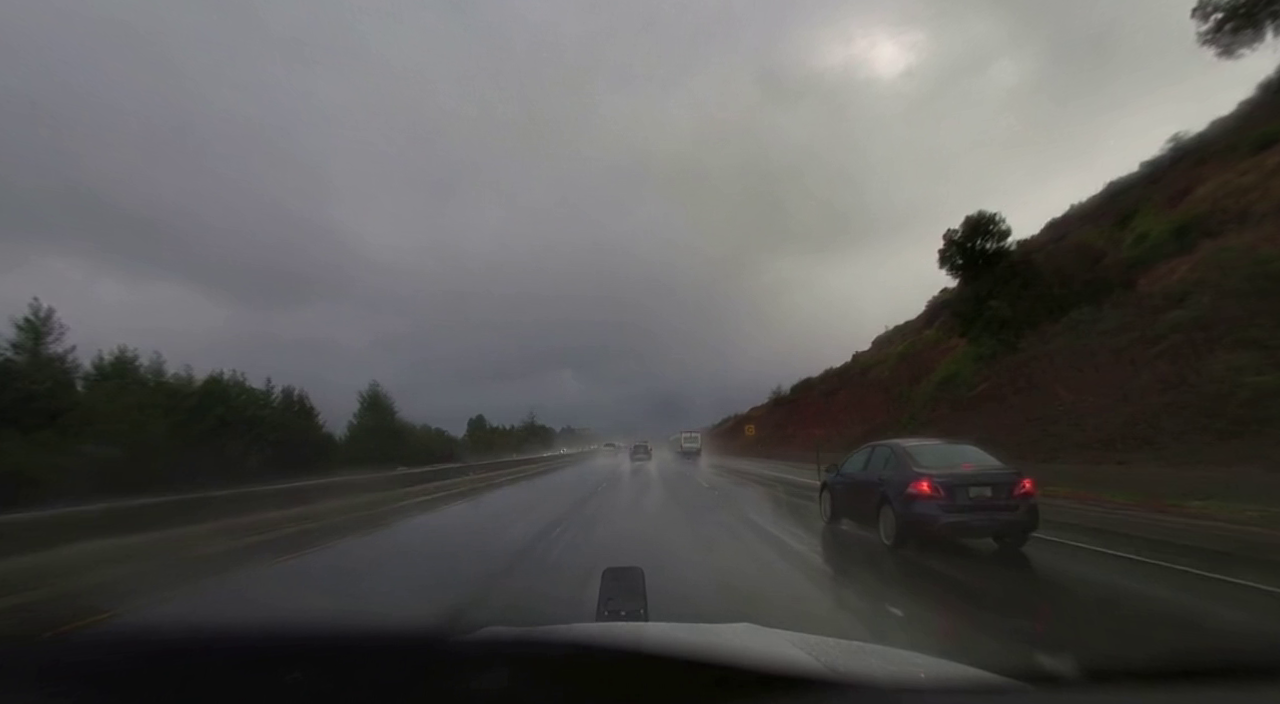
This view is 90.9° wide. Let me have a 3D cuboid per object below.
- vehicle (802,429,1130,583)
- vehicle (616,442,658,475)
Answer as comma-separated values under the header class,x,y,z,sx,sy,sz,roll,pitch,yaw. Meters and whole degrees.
class,x,y,z,sx,sy,sz,roll,pitch,yaw
vehicle,3.795,1.839,8.479,2.020,1.500,4.416,0,-8,0
vehicle,-0.089,5.396,32.259,1.986,1.576,4.312,0,-8,1
